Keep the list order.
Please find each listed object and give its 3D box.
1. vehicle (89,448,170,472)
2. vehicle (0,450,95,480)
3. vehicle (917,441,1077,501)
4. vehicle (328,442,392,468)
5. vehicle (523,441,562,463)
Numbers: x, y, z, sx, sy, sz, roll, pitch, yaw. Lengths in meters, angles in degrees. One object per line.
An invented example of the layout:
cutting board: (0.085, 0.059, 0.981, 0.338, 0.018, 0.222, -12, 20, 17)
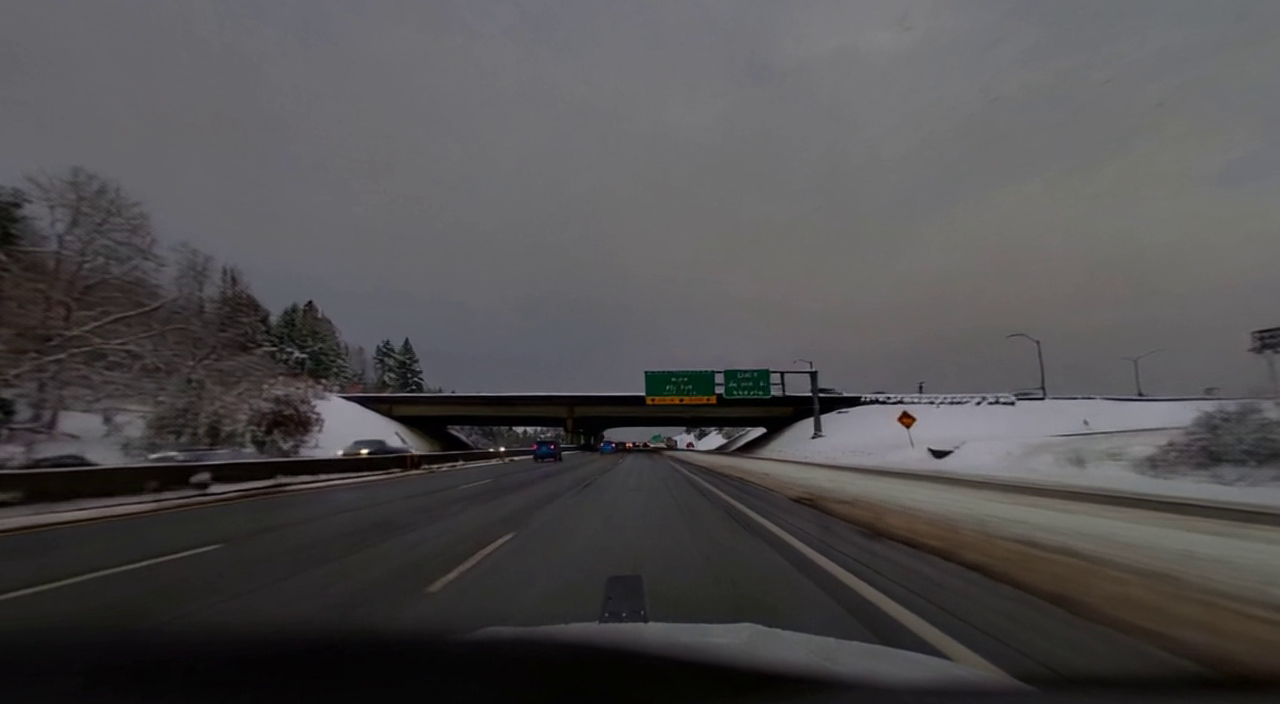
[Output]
vehicle: (-36.599, 7.732, 45.396, 1.829, 1.644, 4.584, 0, -8, 3)
vehicle: (-33.752, 6.296, 35.372, 1.906, 1.488, 4.742, -1, -8, 4)
vehicle: (10.044, 3.352, 18.218, 2.000, 1.515, 4.188, 0, -8, -3)
vehicle: (-17.583, 6.461, 39.837, 1.985, 1.554, 4.433, 0, -8, 1)
vehicle: (-7.000, 7.242, 45.663, 1.987, 1.486, 4.174, 0, -8, 2)
